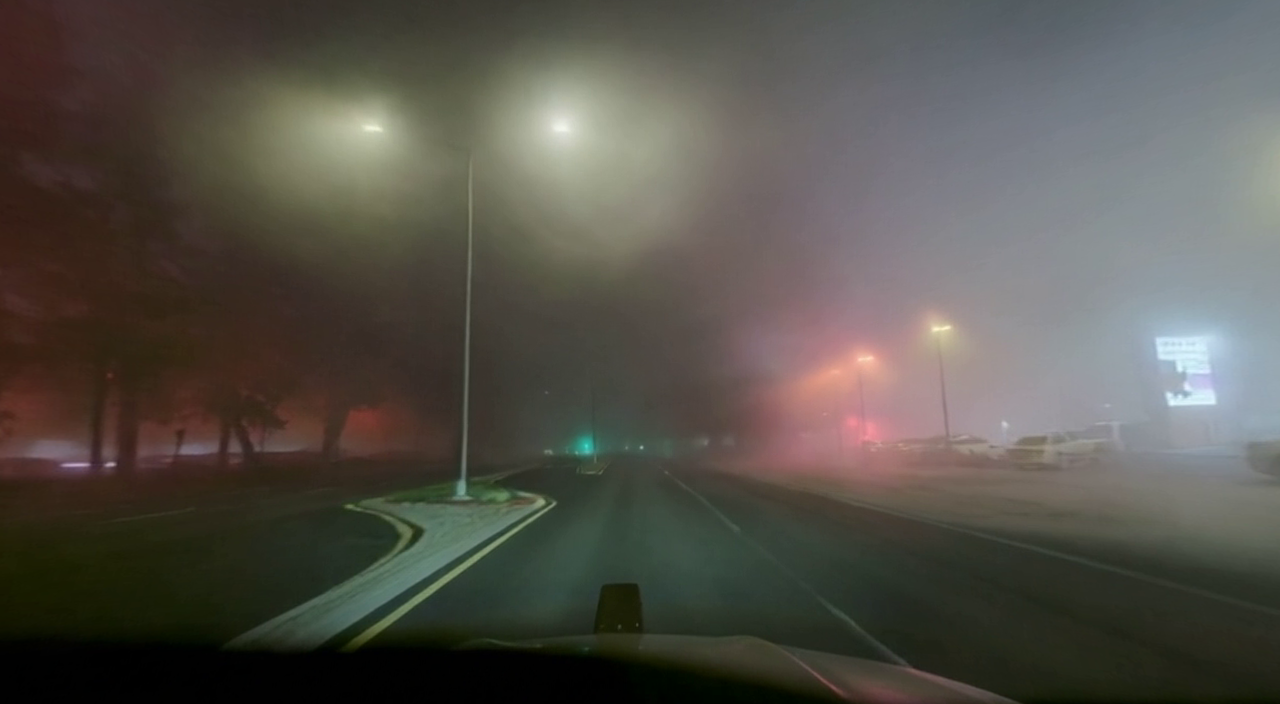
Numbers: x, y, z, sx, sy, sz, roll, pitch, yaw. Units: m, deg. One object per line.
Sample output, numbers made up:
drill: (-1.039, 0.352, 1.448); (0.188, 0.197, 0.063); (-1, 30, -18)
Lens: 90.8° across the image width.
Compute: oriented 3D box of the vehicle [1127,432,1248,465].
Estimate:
vehicle: (27.408, 4.895, 31.876); (1.856, 1.471, 4.487); (-2, -10, -4)

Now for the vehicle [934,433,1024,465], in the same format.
vehicle: (18.232, 5.200, 33.950); (4.493, 1.632, 1.985); (4, -10, -28)

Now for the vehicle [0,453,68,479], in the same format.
vehicle: (-36.943, 6.658, 36.924); (1.861, 1.463, 4.791); (-6, -11, 36)

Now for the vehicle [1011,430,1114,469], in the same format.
vehicle: (18.917, 4.361, 28.254); (4.515, 1.606, 1.910); (5, -10, -30)
